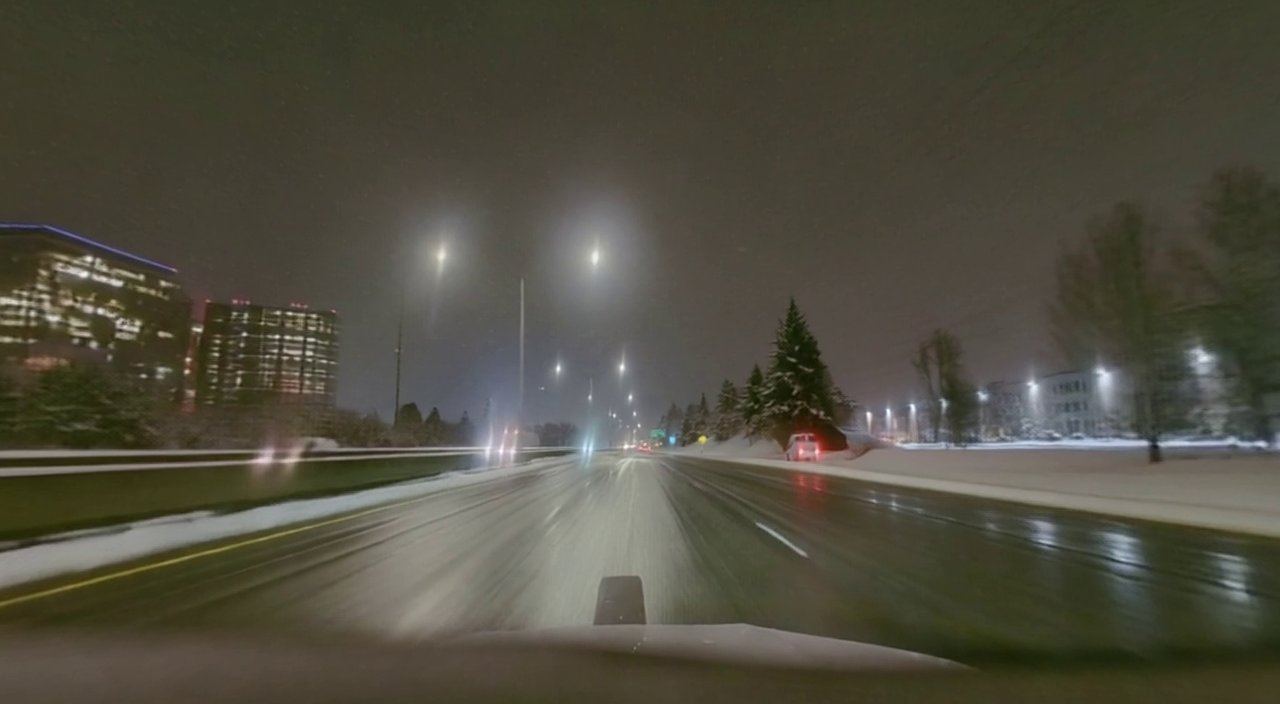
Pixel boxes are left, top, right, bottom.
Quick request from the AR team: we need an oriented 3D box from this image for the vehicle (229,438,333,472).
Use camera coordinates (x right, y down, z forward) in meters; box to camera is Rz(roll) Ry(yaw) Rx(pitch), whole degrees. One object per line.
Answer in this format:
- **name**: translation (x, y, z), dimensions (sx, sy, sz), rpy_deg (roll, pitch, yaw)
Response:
- **vehicle**: translation (-21.590, 6.237, 38.456), dimensions (2.678, 1.869, 6.291), rpy_deg (0, -9, 0)
